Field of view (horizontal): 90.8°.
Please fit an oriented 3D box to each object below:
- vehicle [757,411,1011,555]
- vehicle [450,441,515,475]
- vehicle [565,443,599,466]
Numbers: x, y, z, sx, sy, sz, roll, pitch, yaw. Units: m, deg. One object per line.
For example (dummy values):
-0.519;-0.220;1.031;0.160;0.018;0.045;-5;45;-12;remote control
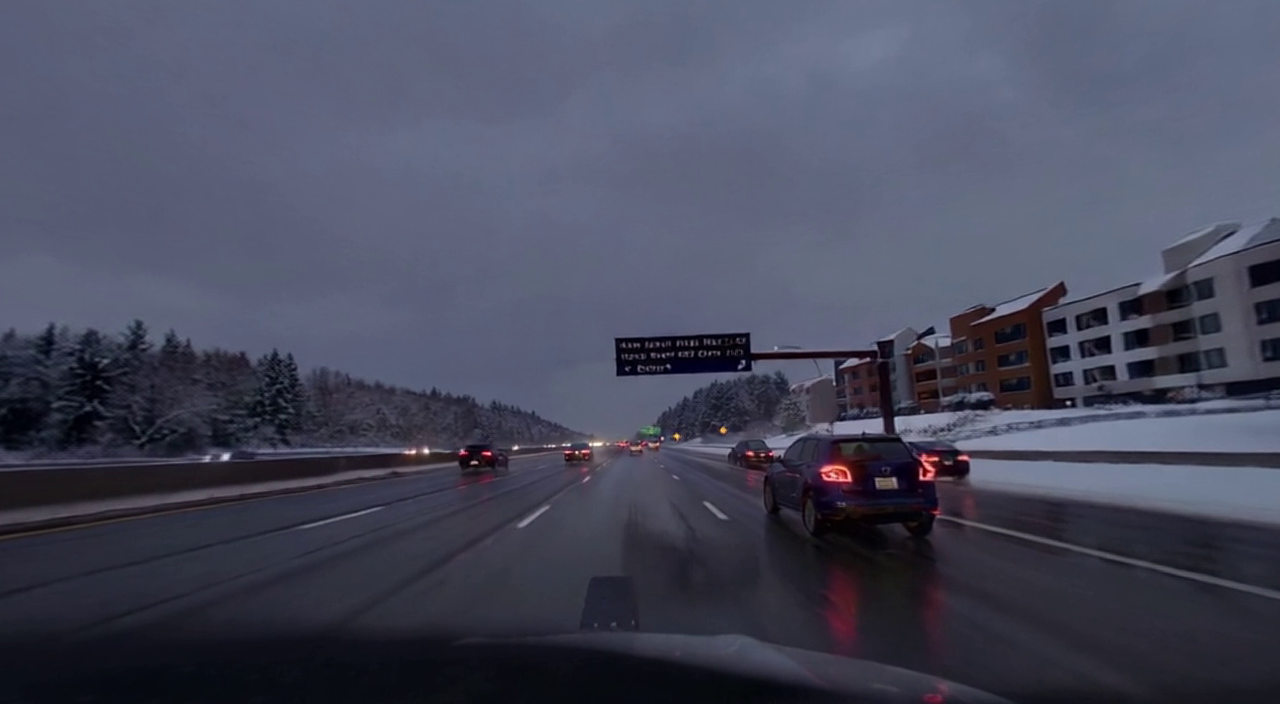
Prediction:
3.311;1.885;9.711;2.080;1.694;4.286;0;-9;-1;vehicle
-7.586;5.144;30.904;2.021;1.496;4.495;0;-9;0;vehicle
-3.896;6.977;43.150;2.002;1.466;4.378;0;-9;-1;vehicle
